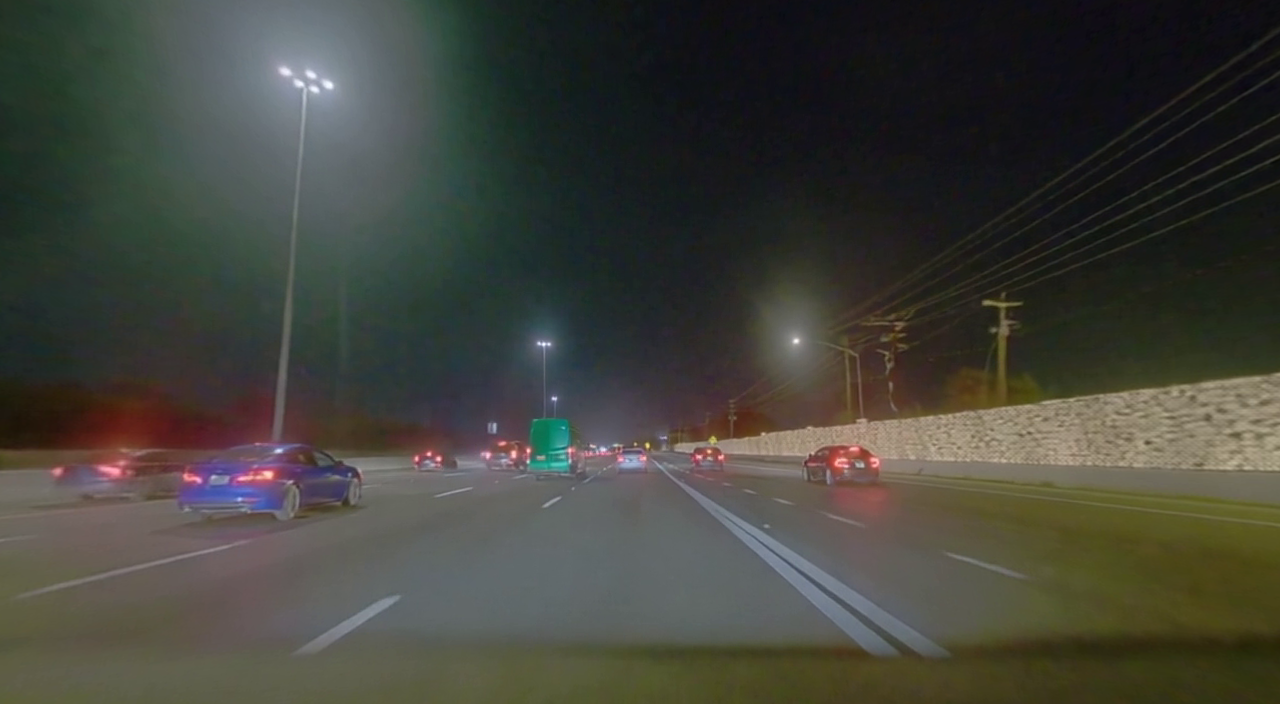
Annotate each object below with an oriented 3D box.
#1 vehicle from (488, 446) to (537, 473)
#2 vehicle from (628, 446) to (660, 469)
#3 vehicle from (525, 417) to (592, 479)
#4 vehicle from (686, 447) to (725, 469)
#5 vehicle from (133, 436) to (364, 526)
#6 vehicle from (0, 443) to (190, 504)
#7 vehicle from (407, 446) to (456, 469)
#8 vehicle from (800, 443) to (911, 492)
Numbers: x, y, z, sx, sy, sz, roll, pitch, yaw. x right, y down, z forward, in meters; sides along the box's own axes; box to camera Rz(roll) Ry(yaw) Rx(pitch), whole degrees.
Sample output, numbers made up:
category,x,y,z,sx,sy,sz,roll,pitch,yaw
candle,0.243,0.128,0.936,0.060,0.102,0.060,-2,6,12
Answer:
category,x,y,z,sx,sy,sz,roll,pitch,yaw
vehicle,-7.351,6.225,36.691,1.944,1.490,4.442,0,-9,0
vehicle,0.234,7.504,44.910,2.084,1.492,4.137,0,-9,-2
vehicle,-3.746,4.589,30.141,2.395,2.660,5.827,0,-9,0
vehicle,4.620,7.567,45.189,2.095,1.504,4.536,0,-9,-2
vehicle,-7.746,2.564,13.143,1.967,1.525,4.458,0,-9,-1
vehicle,-15.510,3.375,17.965,1.968,1.484,4.599,0,-9,0
vehicle,-15.146,7.671,45.932,1.937,1.523,4.708,0,-9,0
vehicle,7.148,3.851,21.422,2.052,1.470,4.364,0,-9,-3
